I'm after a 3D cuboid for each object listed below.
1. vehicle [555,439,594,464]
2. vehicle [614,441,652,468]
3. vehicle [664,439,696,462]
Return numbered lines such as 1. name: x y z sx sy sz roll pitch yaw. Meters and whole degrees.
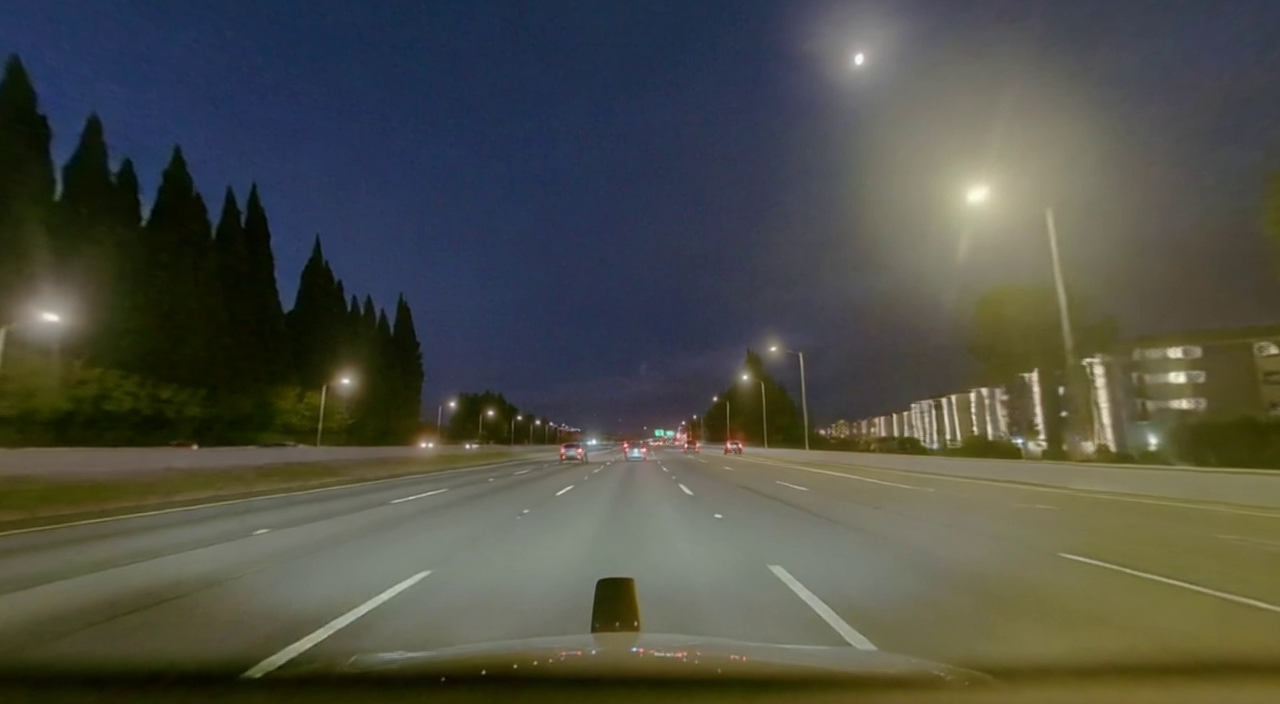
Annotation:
1. vehicle: -4.629 7.107 45.276 2.260 1.706 4.177 0 -8 0
2. vehicle: -0.434 6.193 38.370 2.146 1.485 4.332 0 -8 -1
3. vehicle: 3.023 7.514 48.341 2.084 1.624 3.935 0 -8 -1
